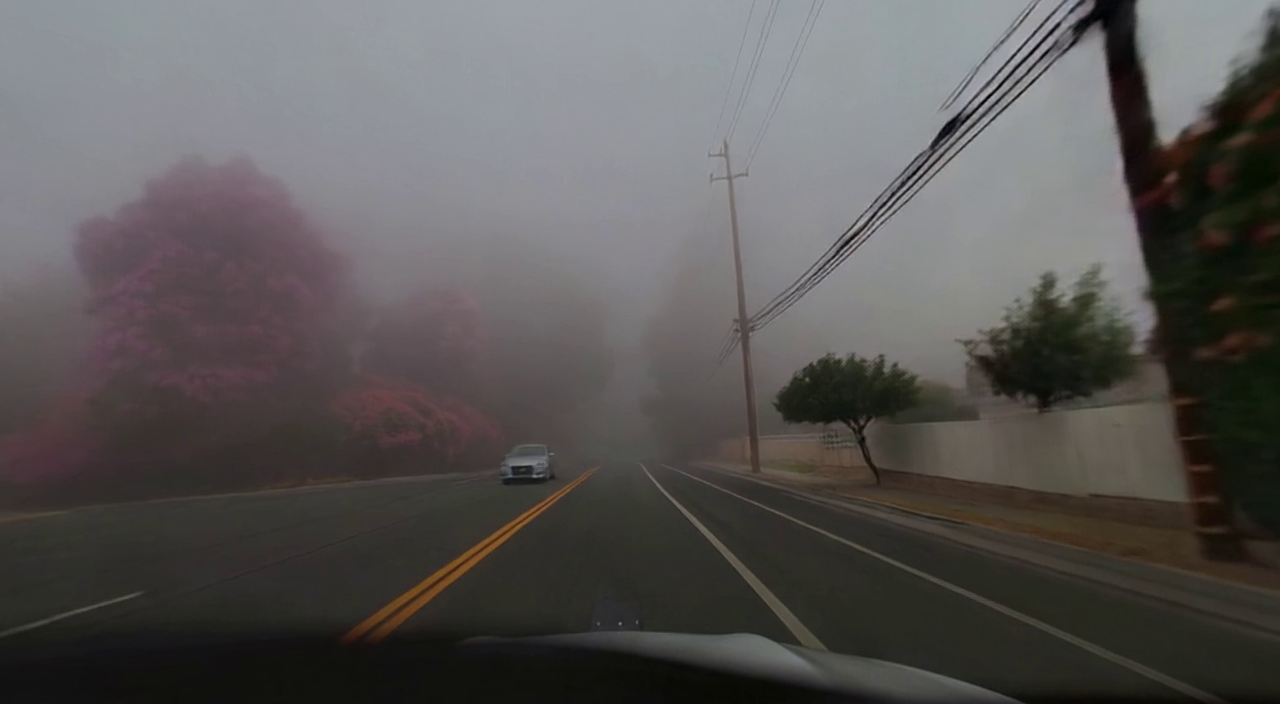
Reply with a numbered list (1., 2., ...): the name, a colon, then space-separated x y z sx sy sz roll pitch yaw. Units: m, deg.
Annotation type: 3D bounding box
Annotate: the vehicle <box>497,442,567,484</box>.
1. vehicle: -4.243 4.414 25.488 2.074 1.511 4.126 0 -8 0
